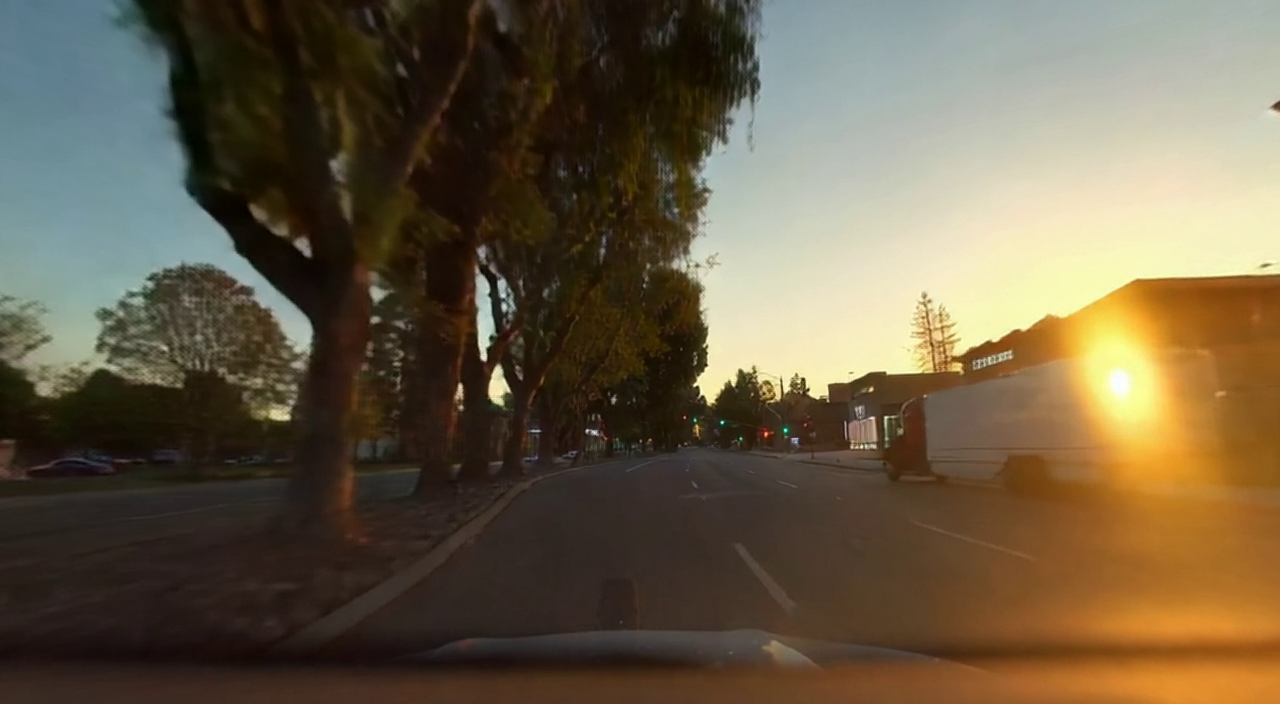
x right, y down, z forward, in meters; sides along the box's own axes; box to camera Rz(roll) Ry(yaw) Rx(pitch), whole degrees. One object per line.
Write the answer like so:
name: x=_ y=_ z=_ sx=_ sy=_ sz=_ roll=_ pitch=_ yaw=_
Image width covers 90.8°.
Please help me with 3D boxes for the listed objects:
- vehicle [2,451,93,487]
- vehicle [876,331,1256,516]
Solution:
vehicle: x=-45.212 y=8.879 z=48.423 sx=2.318 sy=2.515 sz=5.911 roll=2 pitch=-9 yaw=-14
vehicle: x=10.010 y=2.129 z=17.322 sx=2.946 sy=3.506 sz=10.682 roll=0 pitch=-9 yaw=0
